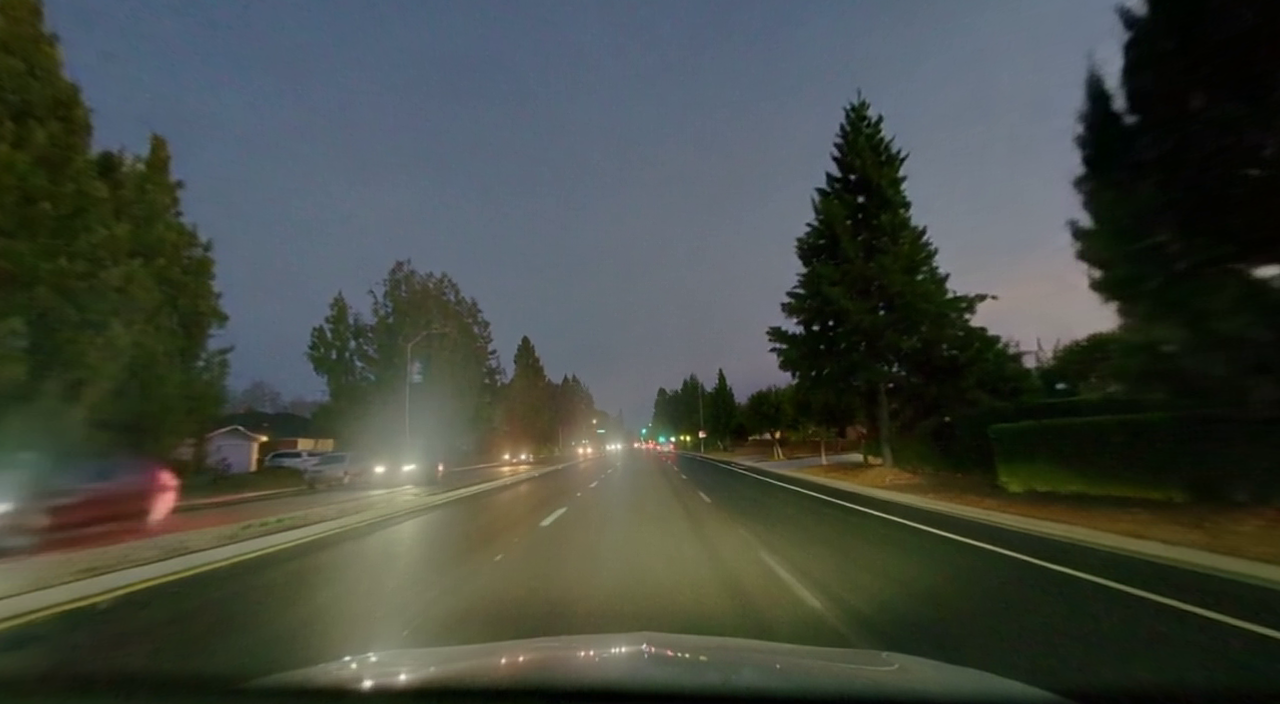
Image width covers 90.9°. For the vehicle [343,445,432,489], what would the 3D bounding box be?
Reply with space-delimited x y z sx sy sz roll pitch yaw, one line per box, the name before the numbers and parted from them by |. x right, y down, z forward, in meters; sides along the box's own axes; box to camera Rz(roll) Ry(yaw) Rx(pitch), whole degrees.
vehicle | -10.343 4.727 26.229 1.913 1.641 4.243 -1 -8 0

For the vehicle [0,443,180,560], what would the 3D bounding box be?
vehicle | -10.265 2.399 10.647 1.962 1.680 3.925 -1 -8 0

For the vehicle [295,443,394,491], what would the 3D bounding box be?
vehicle | -14.224 5.489 30.770 2.071 1.899 5.640 -4 -8 1

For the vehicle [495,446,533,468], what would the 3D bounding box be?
vehicle | -9.467 7.899 47.616 1.937 1.481 4.467 -1 -8 1
